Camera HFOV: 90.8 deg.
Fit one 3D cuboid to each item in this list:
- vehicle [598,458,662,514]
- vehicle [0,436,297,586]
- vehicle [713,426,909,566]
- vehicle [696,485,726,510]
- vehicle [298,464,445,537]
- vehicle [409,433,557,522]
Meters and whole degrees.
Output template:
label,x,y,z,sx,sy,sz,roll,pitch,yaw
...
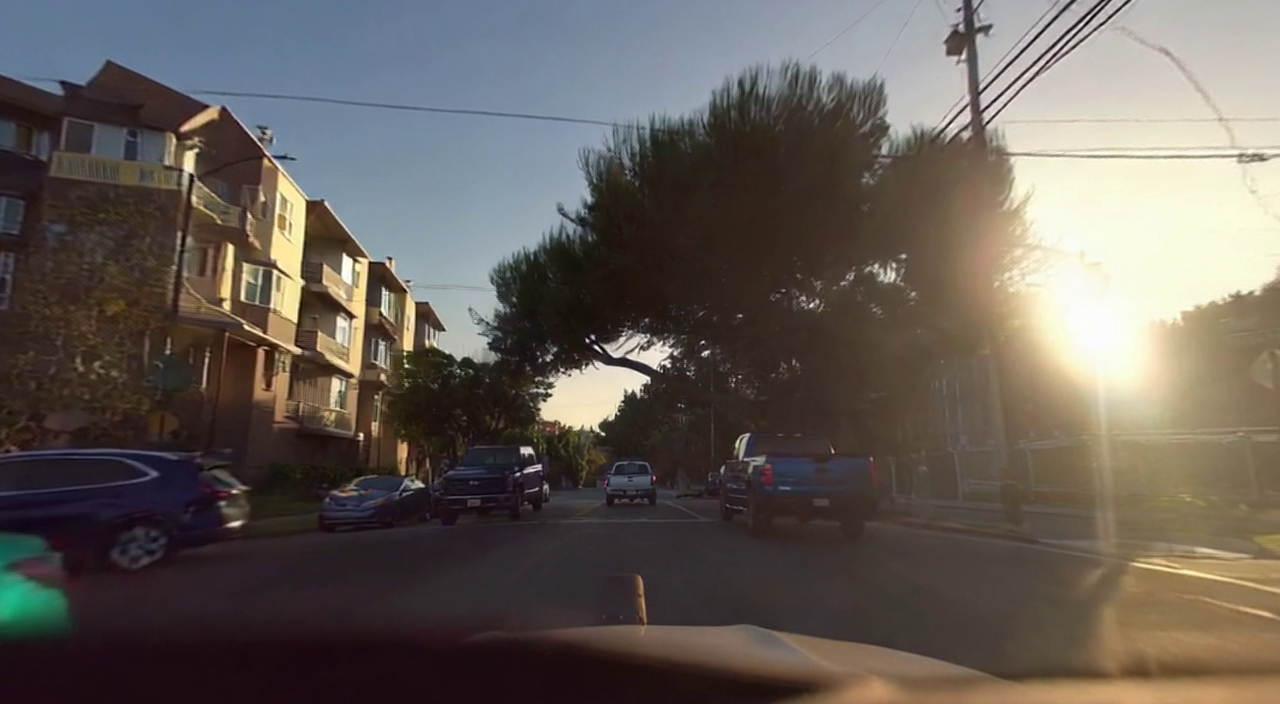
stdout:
label,x,y,z,sx,sy,sz,roll,pitch,yaw
vehicle,-0.339,5.350,24.908,2.308,1.940,4.125,-1,-14,1
vehicle,-7.381,1.985,8.360,4.564,1.696,2.024,3,-9,-16
vehicle,2.657,2.347,11.217,2.027,1.907,4.736,0,-8,-2
vehicle,5.153,10.593,46.137,1.725,1.442,3.740,0,-8,0
vehicle,-6.662,3.698,16.281,1.881,1.464,4.379,0,-8,0
vehicle,-3.705,3.338,16.421,2.330,1.859,6.068,0,-13,-1
